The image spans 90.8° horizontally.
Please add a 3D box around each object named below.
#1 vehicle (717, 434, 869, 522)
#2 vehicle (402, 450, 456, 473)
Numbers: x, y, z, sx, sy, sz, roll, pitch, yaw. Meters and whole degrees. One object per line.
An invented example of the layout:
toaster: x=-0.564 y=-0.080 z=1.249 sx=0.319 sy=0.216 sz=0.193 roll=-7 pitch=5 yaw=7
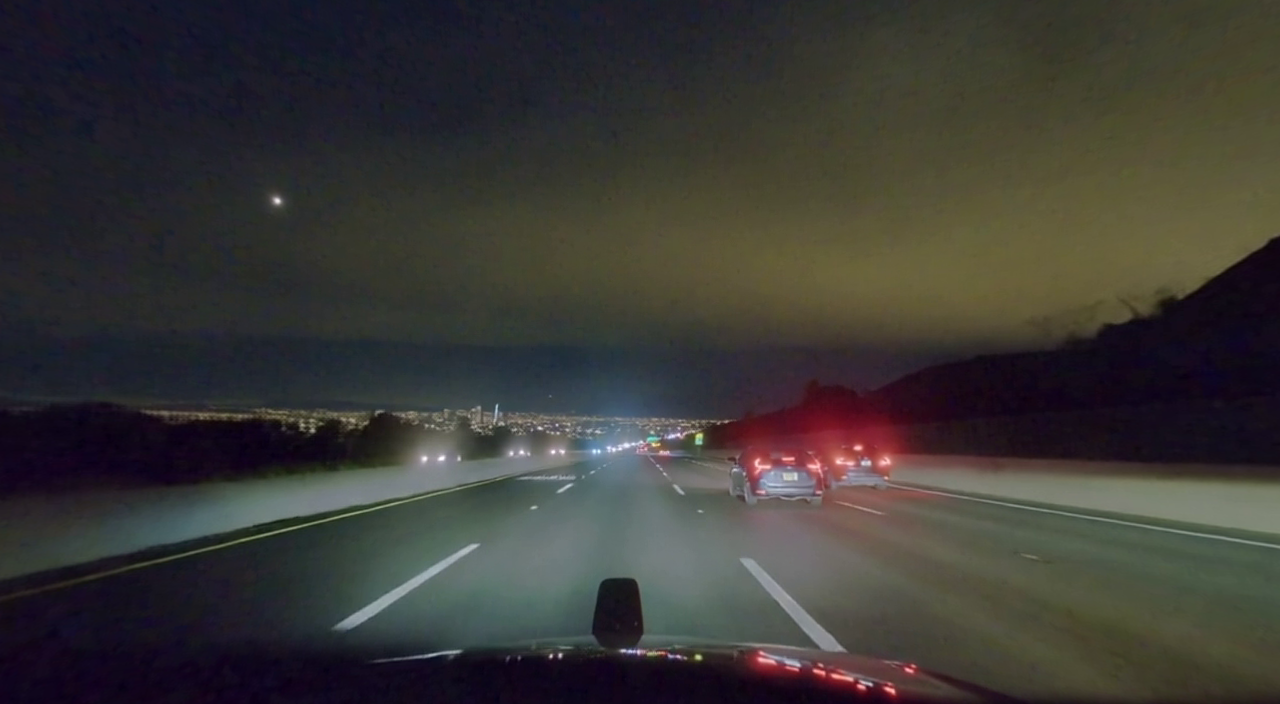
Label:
vehicle: x=2.972 y=2.565 z=13.444 sx=1.982 sy=1.533 sz=4.612 roll=0 pitch=-8 yaw=-2
vehicle: x=-14.552 y=7.550 z=43.750 sx=1.974 sy=1.491 sz=4.688 roll=0 pitch=-9 yaw=2
